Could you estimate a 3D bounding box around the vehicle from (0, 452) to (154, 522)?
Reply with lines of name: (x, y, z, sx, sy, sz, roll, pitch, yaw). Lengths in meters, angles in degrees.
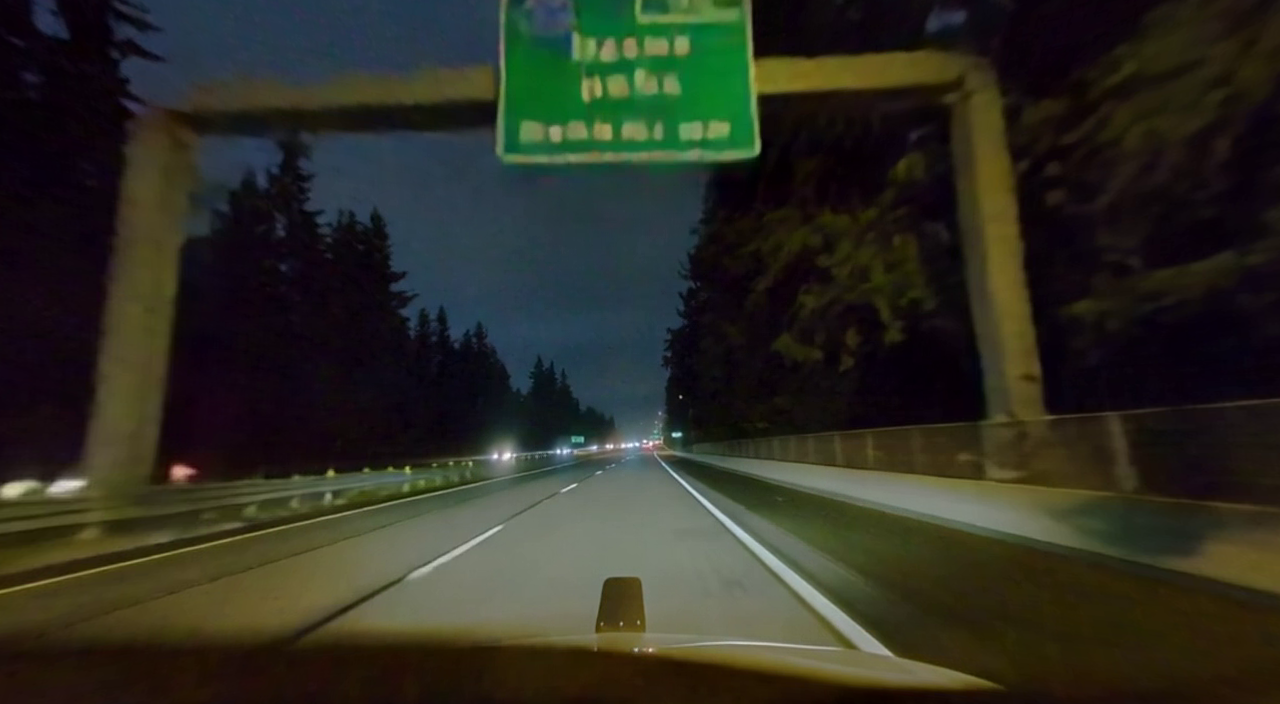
vehicle: (-13.775, 3.048, 14.656, 1.704, 1.396, 4.014, -1, -9, 1)
